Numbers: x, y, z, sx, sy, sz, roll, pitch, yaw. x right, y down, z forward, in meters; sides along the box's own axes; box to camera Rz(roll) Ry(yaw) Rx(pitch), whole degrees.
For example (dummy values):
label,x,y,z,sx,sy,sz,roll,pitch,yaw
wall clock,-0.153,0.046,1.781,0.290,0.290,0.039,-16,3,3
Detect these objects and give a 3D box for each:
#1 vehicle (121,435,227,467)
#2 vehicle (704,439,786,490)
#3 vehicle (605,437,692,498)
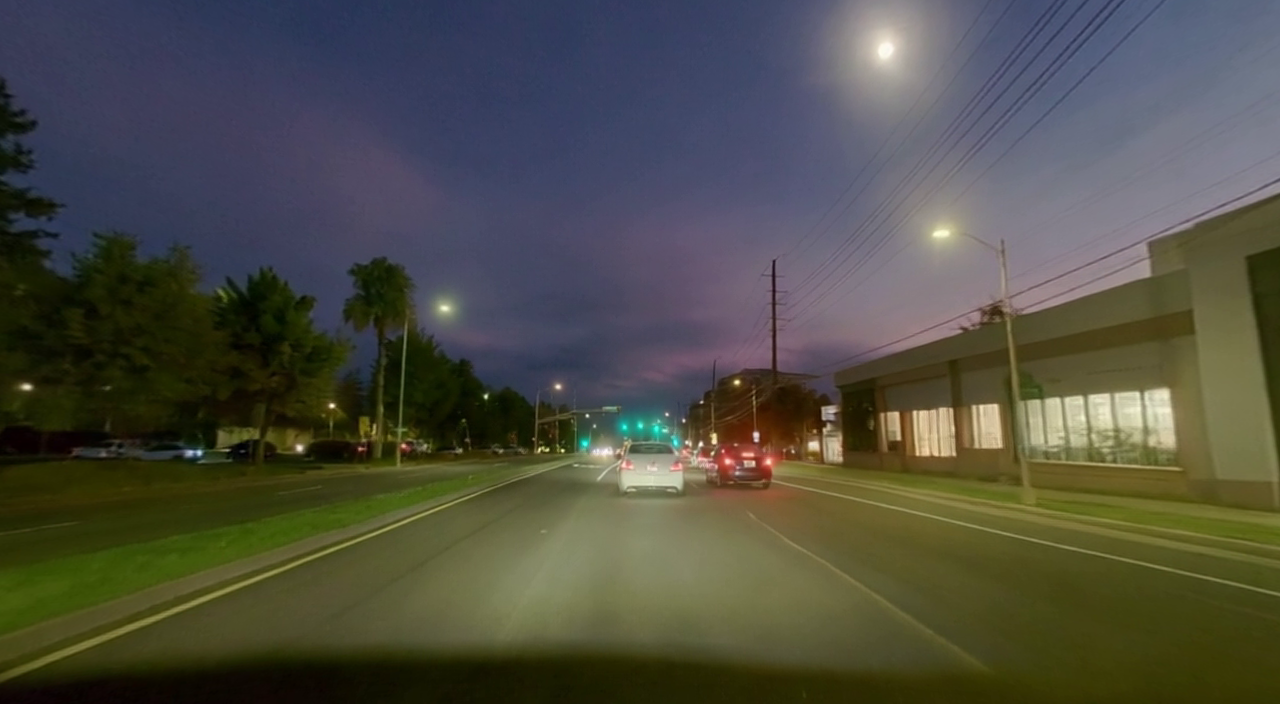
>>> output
label,x,y,z,sx,sy,sz,roll,pitch,yaw
vehicle,-28.685,6.126,38.966,4.687,1.894,2.149,3,-9,-17
vehicle,3.317,3.647,20.751,1.985,1.489,4.036,0,-8,-1
vehicle,0.166,3.147,17.573,2.144,1.473,4.028,1,-8,-2
